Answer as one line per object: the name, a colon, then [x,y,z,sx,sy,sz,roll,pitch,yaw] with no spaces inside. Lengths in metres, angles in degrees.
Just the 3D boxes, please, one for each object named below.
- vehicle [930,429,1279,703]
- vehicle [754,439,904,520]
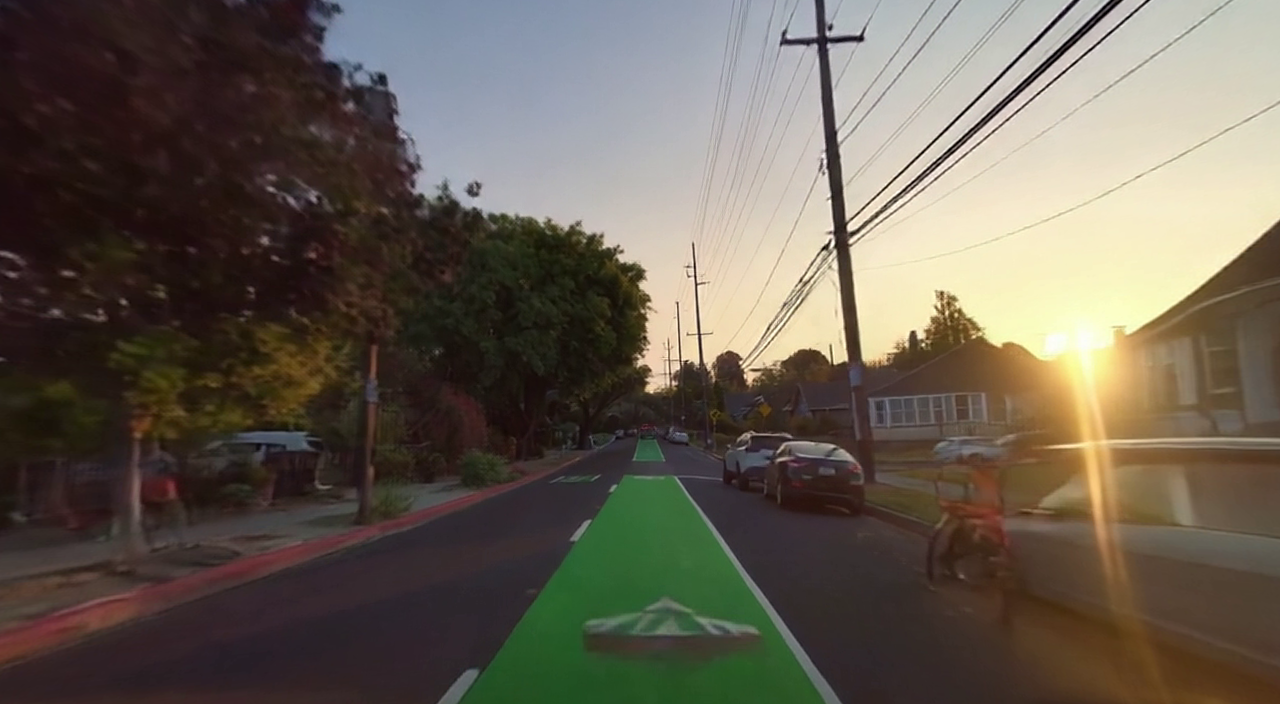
vehicle: [3.376,1.074,2.558,2.235,1.500,4.496,0,-9,0]
vehicle: [3.965,2.747,14.103,1.981,1.512,4.144,0,-9,-1]
